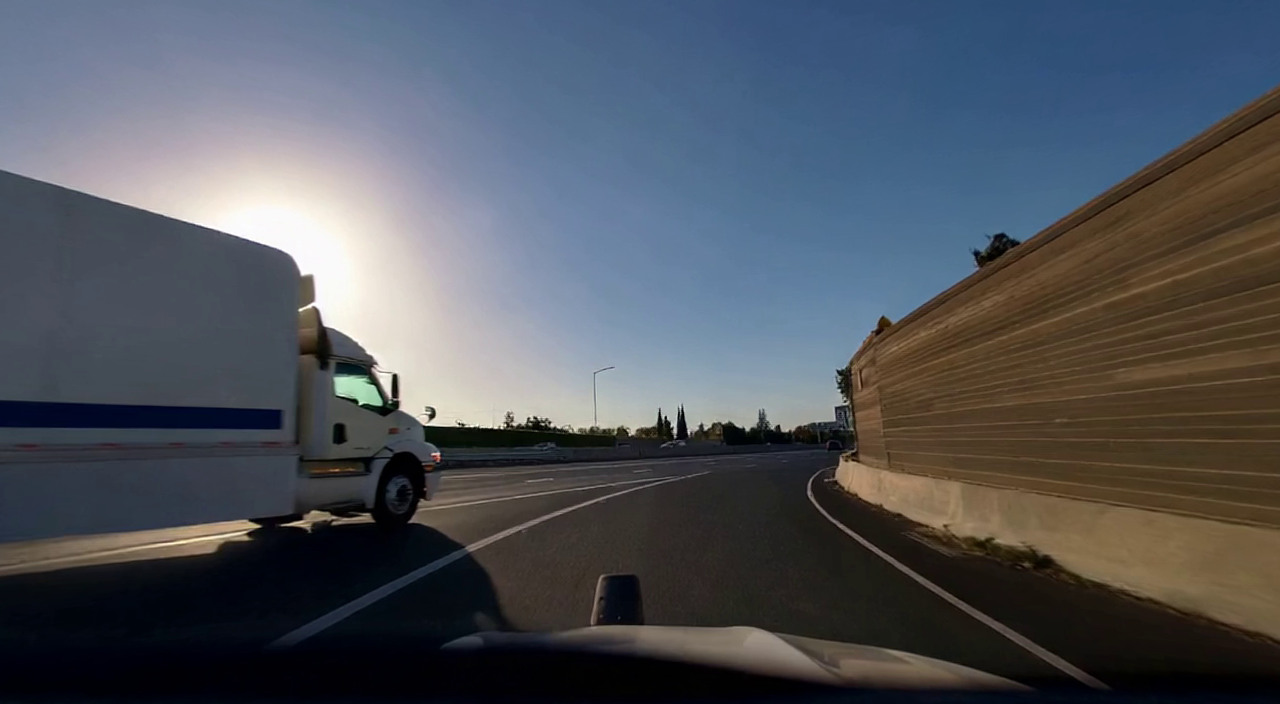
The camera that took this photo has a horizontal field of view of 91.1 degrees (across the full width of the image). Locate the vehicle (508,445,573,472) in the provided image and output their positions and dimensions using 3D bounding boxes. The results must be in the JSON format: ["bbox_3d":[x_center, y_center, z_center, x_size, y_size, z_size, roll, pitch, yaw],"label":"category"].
[{"bbox_3d":[-5.967,6.427,38.182,1.924,1.498,4.237,-4,-9,24],"label":"vehicle"}]

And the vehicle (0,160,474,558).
[{"bbox_3d":[-6.982,0.435,9.185,2.997,4.029,10.500,-3,-8,22],"label":"vehicle"}]
